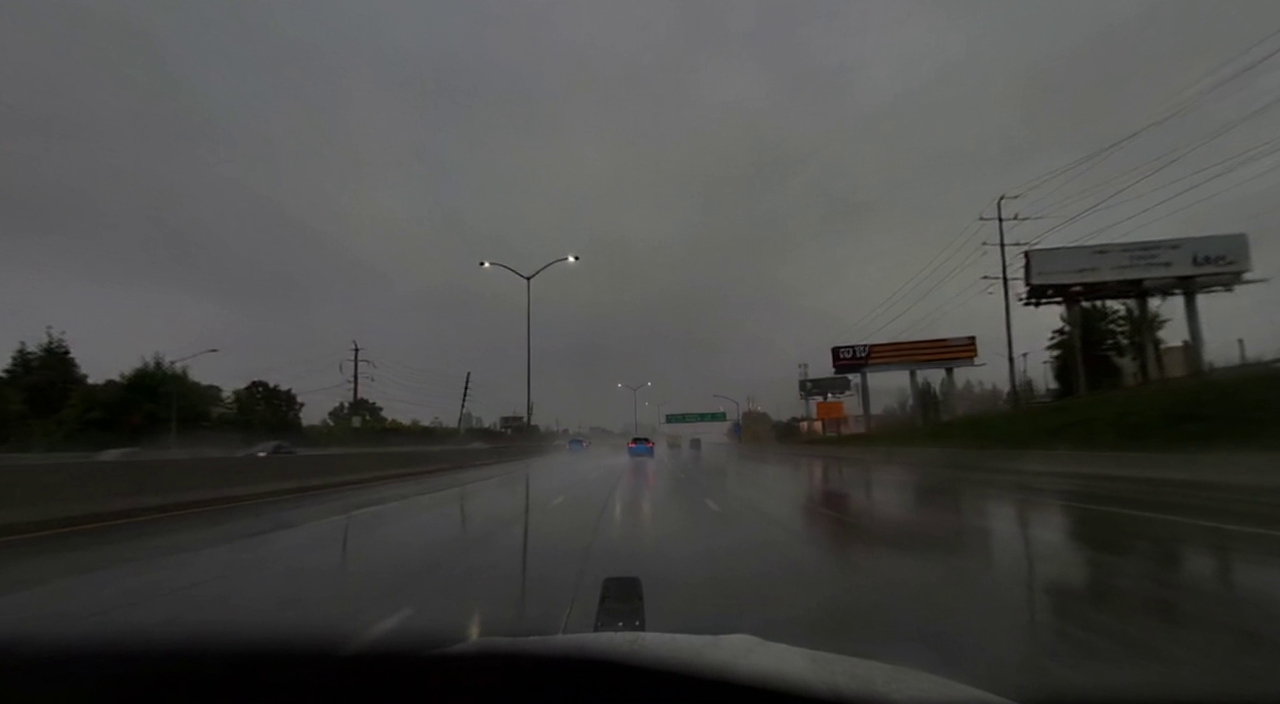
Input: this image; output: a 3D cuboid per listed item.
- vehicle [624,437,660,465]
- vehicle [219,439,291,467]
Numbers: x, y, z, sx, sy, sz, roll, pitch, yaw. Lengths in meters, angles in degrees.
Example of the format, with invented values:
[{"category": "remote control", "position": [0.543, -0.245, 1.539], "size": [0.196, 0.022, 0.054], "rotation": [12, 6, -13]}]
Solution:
[{"category": "vehicle", "position": [0.114, 6.009, 38.481], "size": [2.074, 1.574, 3.971], "rotation": [-1, -8, 0]}, {"category": "vehicle", "position": [-23.183, 6.097, 38.182], "size": [1.890, 1.580, 3.831], "rotation": [0, -9, 1]}]
